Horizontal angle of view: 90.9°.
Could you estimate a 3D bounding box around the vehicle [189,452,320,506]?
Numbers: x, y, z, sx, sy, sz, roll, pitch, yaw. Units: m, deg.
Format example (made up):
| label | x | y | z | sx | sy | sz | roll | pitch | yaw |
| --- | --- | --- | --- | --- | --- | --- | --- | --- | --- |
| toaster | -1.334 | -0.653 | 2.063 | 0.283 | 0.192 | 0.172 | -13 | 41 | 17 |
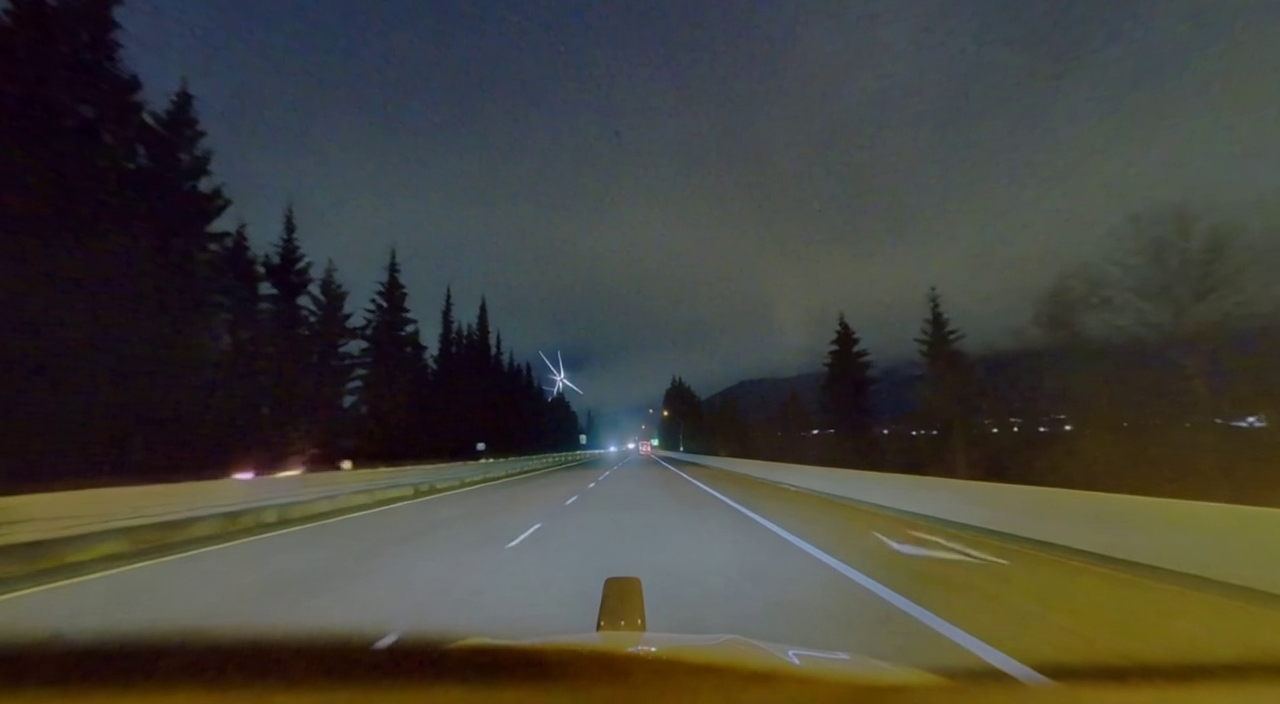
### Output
| label | x | y | z | sx | sy | sz | roll | pitch | yaw |
| --- | --- | --- | --- | --- | --- | --- | --- | --- | --- |
| vehicle | -11.966 | 3.927 | 19.899 | 1.669 | 1.494 | 3.894 | 0 | -9 | -1 |
